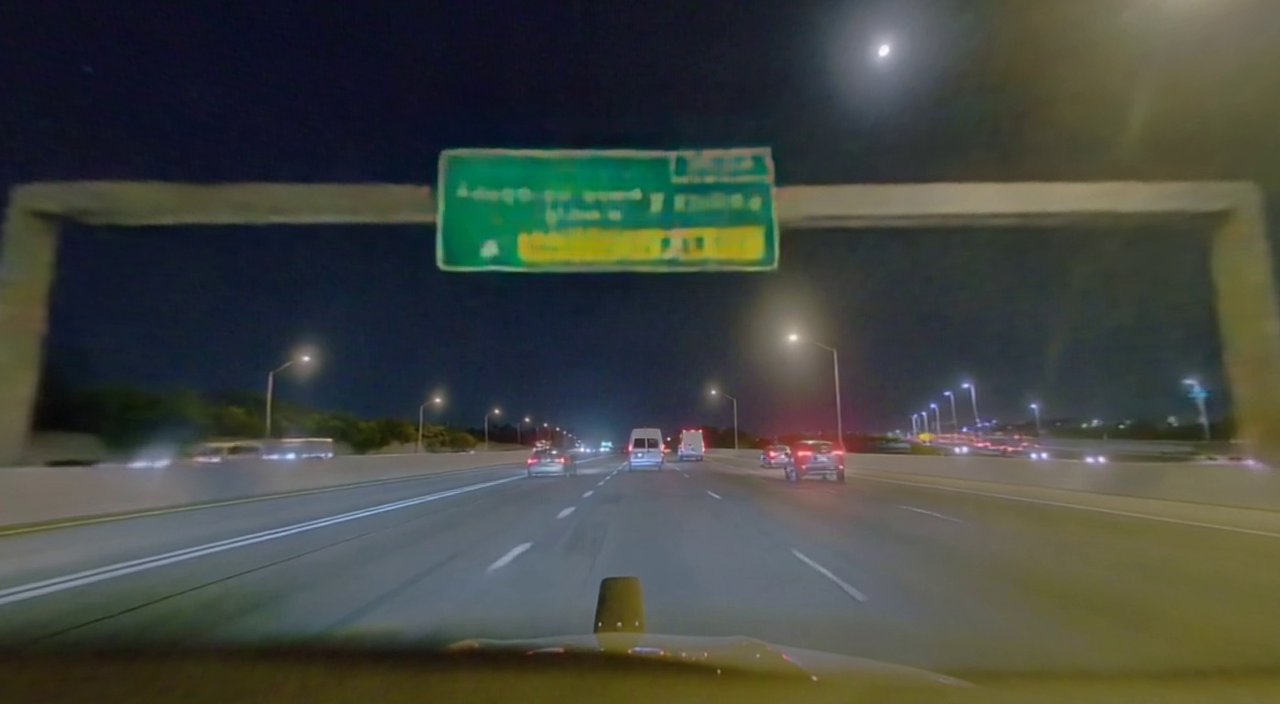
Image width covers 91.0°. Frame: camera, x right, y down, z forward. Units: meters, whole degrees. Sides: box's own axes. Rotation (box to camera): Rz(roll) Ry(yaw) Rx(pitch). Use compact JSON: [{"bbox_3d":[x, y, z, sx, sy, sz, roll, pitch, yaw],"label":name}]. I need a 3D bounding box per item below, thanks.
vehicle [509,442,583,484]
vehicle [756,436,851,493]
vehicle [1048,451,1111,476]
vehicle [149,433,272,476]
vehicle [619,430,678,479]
[{"bbox_3d":[-3.687,4.474,25.726,2.173,1.542,4.781,0,-9,2],"label":"vehicle"},{"bbox_3d":[5.385,3.748,21.376,2.146,1.678,4.489,0,-9,2],"label":"vehicle"},{"bbox_3d":[32.709,8.286,46.998,2.039,1.718,4.674,-1,-9,11],"label":"vehicle"},{"bbox_3d":[-33.388,8.037,49.648,2.918,3.000,9.282,0,-8,2],"label":"vehicle"},{"bbox_3d":[0.378,4.716,29.200,2.509,2.062,4.639,0,-9,1],"label":"vehicle"}]
